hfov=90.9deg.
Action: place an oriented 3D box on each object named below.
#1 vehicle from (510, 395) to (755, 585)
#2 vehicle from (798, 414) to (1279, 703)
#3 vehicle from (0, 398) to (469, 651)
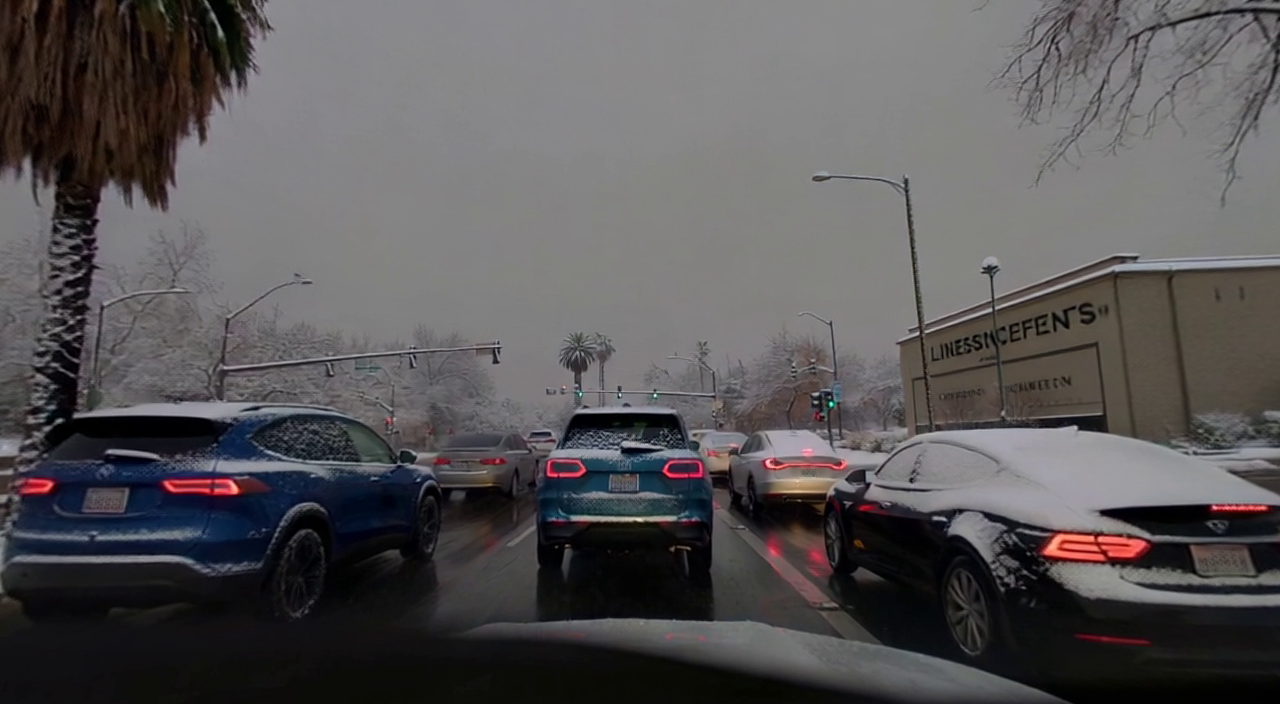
[{"bbox_3d":[-0.132,1.604,8.127,2.280,1.747,4.361,0,-8,-2],"label":"vehicle"},{"bbox_3d":[2.969,1.388,5.355,2.017,1.491,4.611,0,-8,-1],"label":"vehicle"},{"bbox_3d":[-3.355,1.385,6.158,2.014,1.534,4.455,0,-8,1],"label":"vehicle"}]
